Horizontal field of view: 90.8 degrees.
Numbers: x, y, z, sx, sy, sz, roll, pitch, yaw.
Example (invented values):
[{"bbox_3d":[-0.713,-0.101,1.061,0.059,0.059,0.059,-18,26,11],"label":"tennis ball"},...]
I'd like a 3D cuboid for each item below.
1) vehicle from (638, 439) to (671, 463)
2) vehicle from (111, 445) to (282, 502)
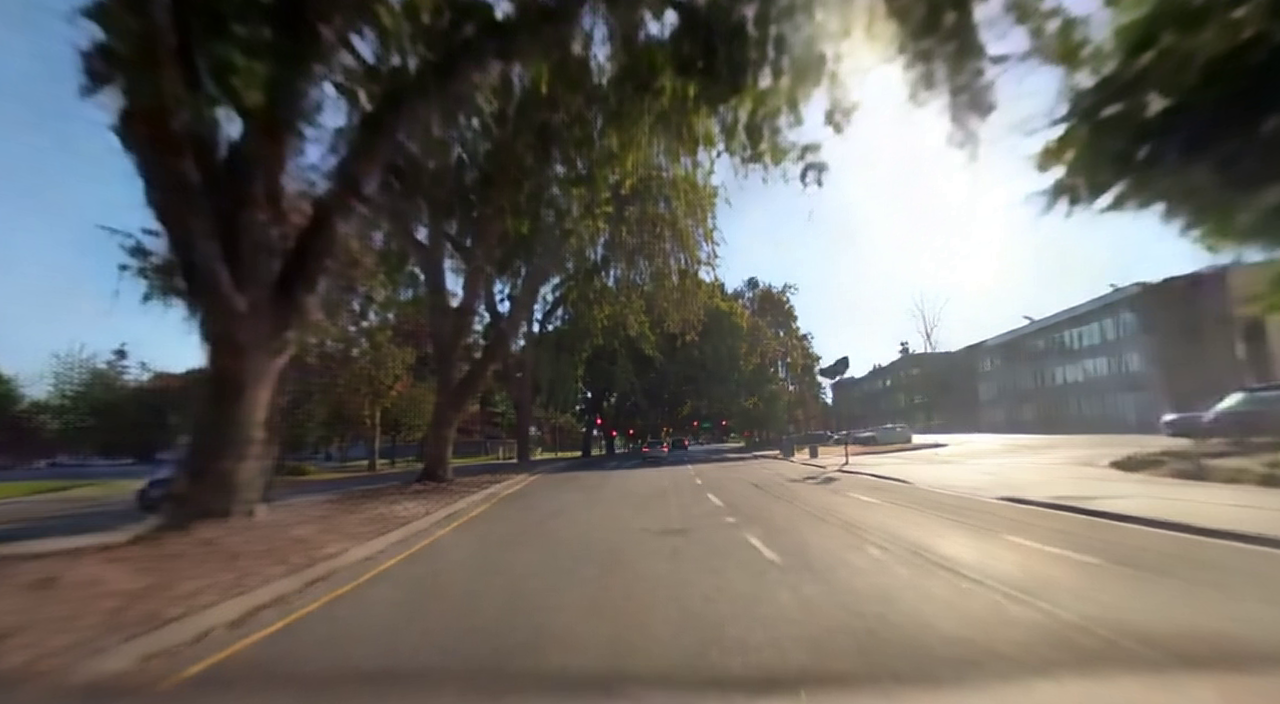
[{"bbox_3d":[1.041,6.776,43.337,2.037,1.568,3.693,0,-8,4],"label":"vehicle"},{"bbox_3d":[-16.212,4.413,23.632,2.292,1.843,5.642,0,-8,0],"label":"vehicle"}]
